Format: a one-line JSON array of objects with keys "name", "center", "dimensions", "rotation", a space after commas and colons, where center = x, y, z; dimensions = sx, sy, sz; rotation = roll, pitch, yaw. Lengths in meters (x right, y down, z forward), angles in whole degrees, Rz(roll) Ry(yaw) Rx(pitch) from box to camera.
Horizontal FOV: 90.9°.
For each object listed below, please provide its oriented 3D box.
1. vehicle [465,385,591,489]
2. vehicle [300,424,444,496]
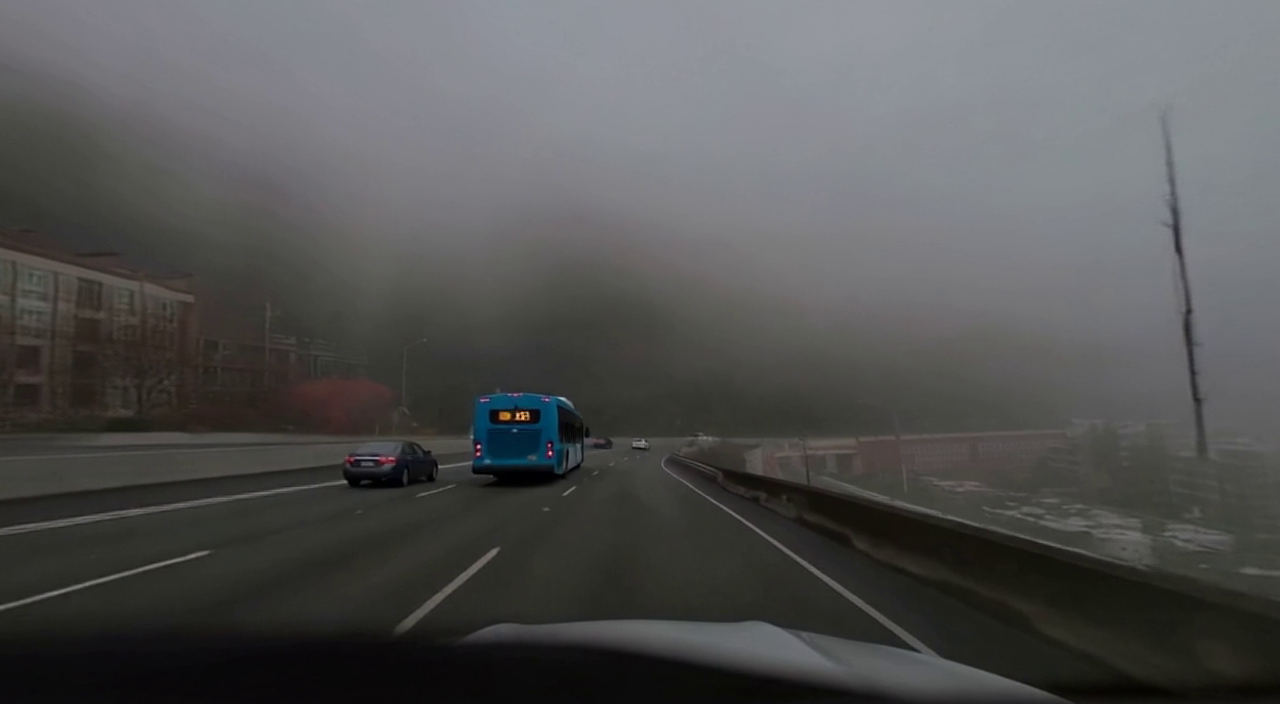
[{"name": "vehicle", "center": [-3.511, 3.103, 22.174], "dimensions": [2.888, 2.944, 8.373], "rotation": [0, -9, 0]}, {"name": "vehicle", "center": [-7.091, 2.926, 17.310], "dimensions": [1.993, 1.690, 4.450], "rotation": [0, -9, 0]}]
